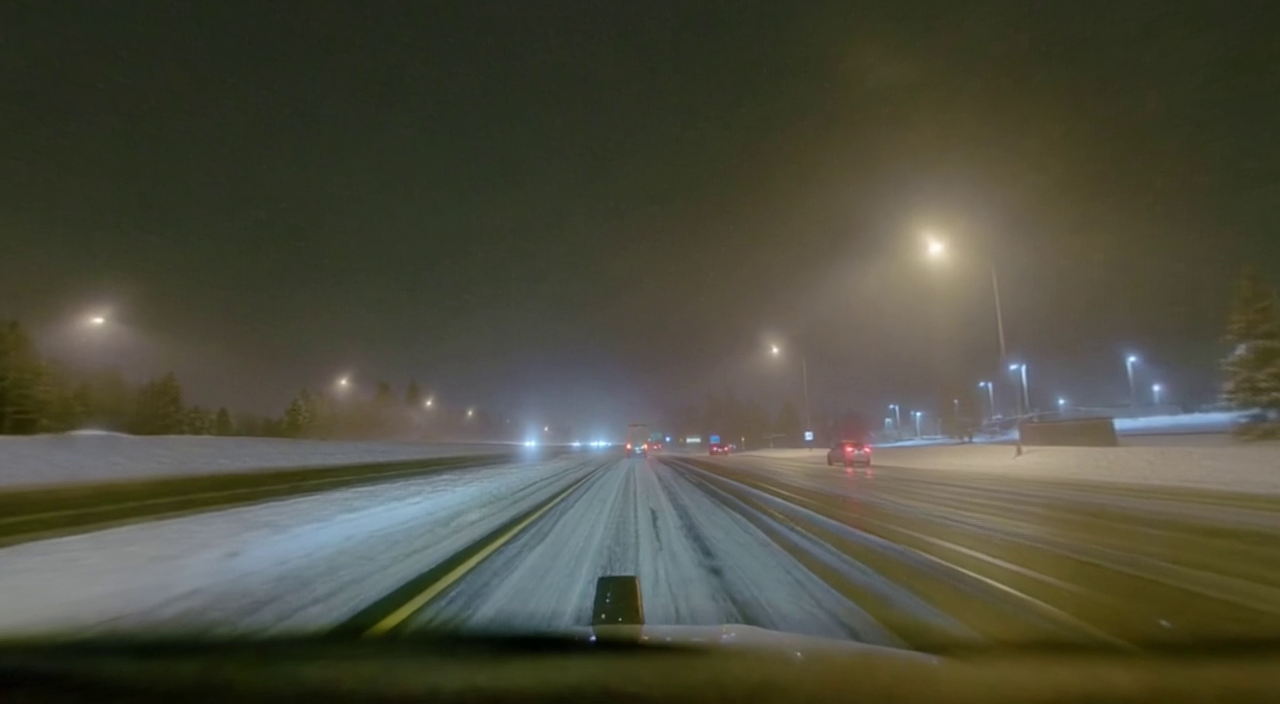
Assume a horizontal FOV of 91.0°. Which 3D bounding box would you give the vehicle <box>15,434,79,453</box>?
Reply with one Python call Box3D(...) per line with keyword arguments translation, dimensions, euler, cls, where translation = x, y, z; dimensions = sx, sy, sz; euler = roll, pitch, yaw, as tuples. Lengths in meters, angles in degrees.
Box3D(translation=(-45.210, 6.992, 48.037), dimensions=(1.529, 1.402, 3.437), euler=(0, -8, 0), cls="vehicle")
